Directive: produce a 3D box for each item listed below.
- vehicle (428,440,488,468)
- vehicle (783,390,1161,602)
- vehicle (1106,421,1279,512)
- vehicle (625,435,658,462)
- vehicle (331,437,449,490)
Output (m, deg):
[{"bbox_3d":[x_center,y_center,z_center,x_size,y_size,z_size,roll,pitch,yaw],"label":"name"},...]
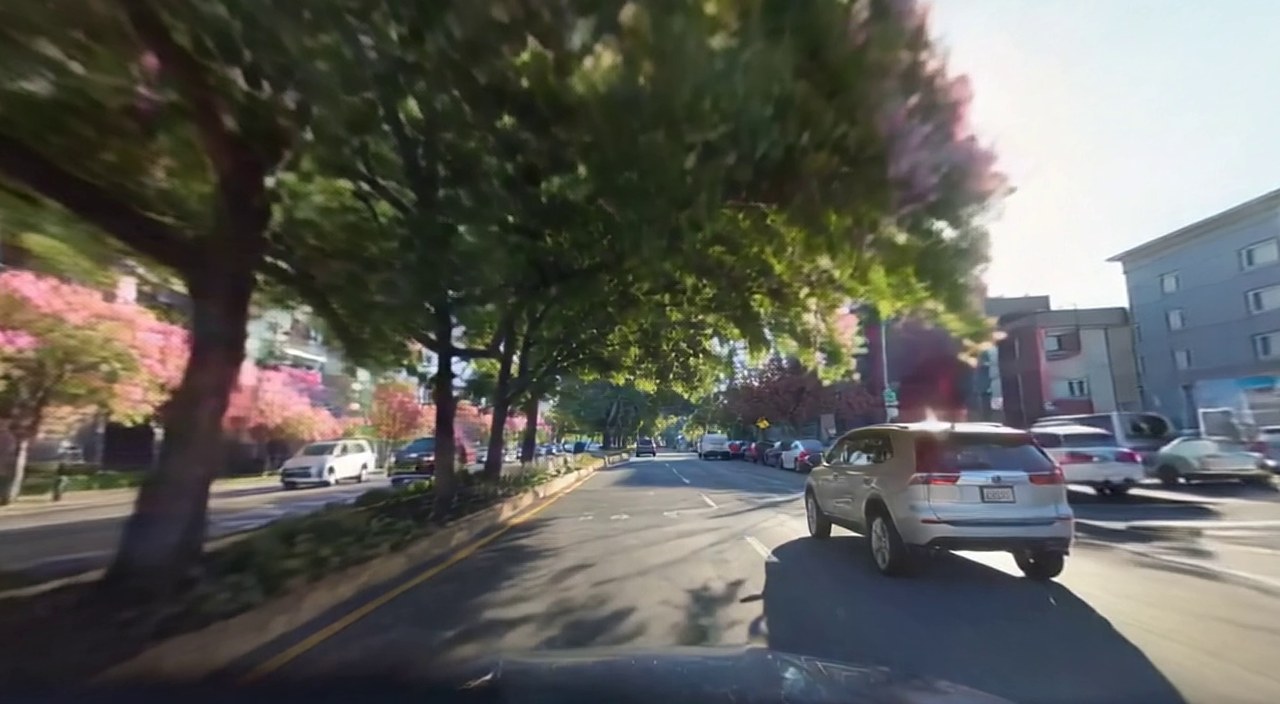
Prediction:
[{"bbox_3d":[-11.673,6.571,40.936,2.191,1.684,5.428,0,-8,1],"label":"vehicle"},{"bbox_3d":[3.272,1.520,7.568,2.071,1.747,4.549,0,-8,1],"label":"vehicle"},{"bbox_3d":[11.931,2.234,12.639,1.828,1.560,4.413,0,-8,1],"label":"vehicle"},{"bbox_3d":[0.165,6.913,45.103,2.244,1.813,4.129,0,-8,2],"label":"vehicle"},{"bbox_3d":[-7.942,3.574,20.555,1.960,1.530,4.313,0,-8,2],"label":"vehicle"}]
